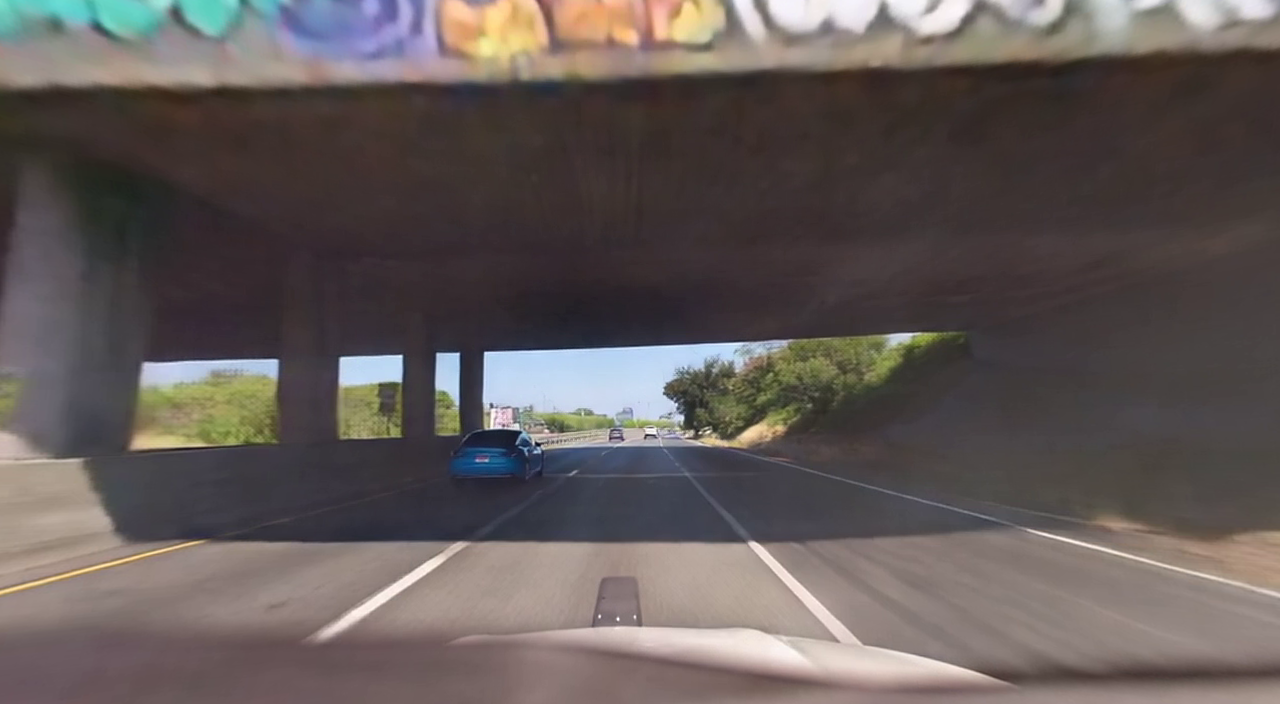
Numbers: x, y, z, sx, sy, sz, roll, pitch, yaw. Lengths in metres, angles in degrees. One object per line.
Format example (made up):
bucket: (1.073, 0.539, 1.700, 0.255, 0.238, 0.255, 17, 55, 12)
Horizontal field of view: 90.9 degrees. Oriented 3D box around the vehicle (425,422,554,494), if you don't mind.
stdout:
vehicle: (-3.614, 2.634, 16.151, 2.108, 1.555, 4.574, 0, -8, 1)
